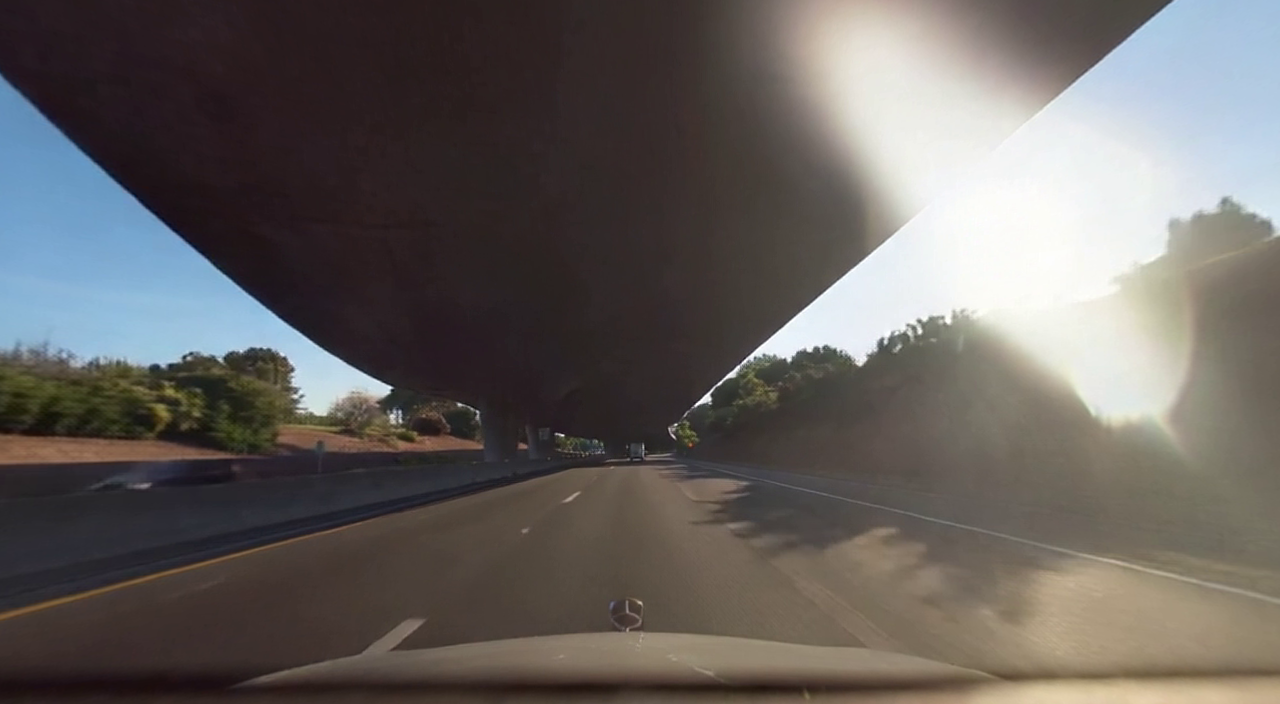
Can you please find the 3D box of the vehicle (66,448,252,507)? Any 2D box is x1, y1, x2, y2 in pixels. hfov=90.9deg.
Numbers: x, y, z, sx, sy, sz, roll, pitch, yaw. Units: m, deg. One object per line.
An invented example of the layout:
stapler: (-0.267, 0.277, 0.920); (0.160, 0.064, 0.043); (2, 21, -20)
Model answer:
vehicle: (-15.345, 4.000, 20.612); (2.014, 1.655, 5.178); (0, -9, -1)
